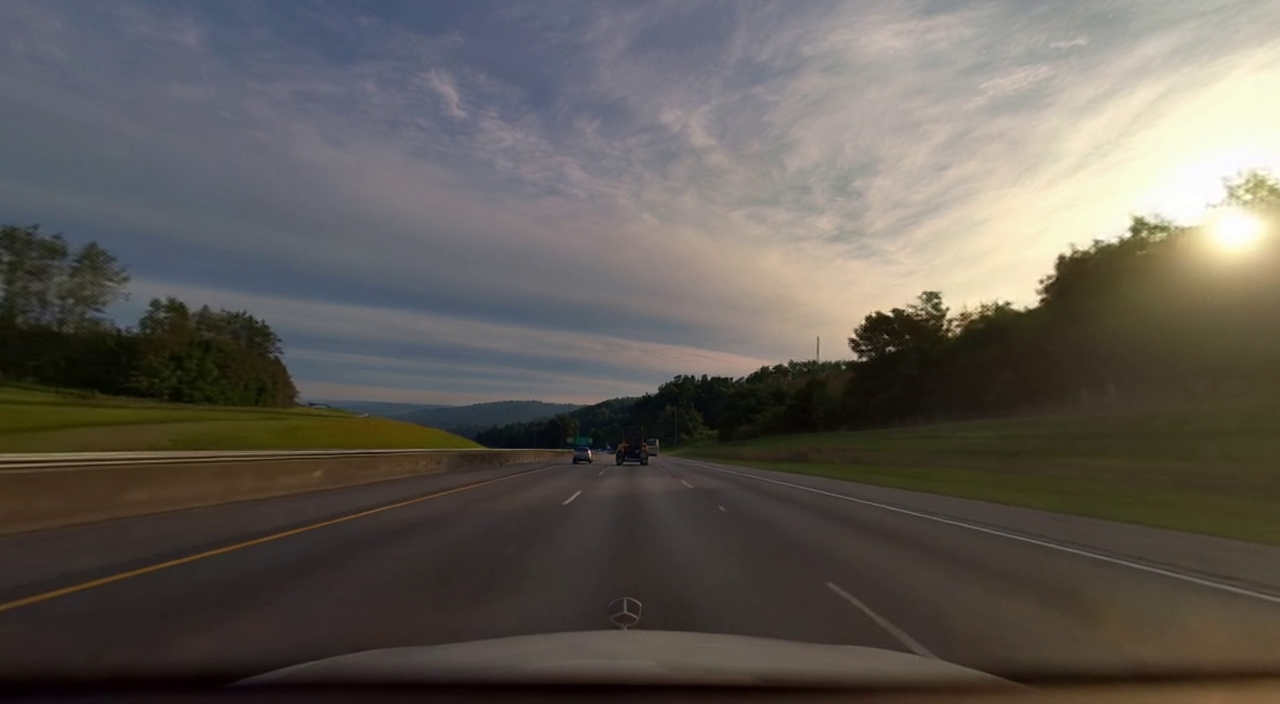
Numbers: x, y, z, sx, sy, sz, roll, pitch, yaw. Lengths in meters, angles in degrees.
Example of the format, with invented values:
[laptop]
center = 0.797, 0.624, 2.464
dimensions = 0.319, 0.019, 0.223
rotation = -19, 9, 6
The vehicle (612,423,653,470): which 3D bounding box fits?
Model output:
[vehicle]
center = -0.552, 6.722, 45.021
dimensions = 2.672, 3.056, 6.900
rotation = 0, -9, -1
